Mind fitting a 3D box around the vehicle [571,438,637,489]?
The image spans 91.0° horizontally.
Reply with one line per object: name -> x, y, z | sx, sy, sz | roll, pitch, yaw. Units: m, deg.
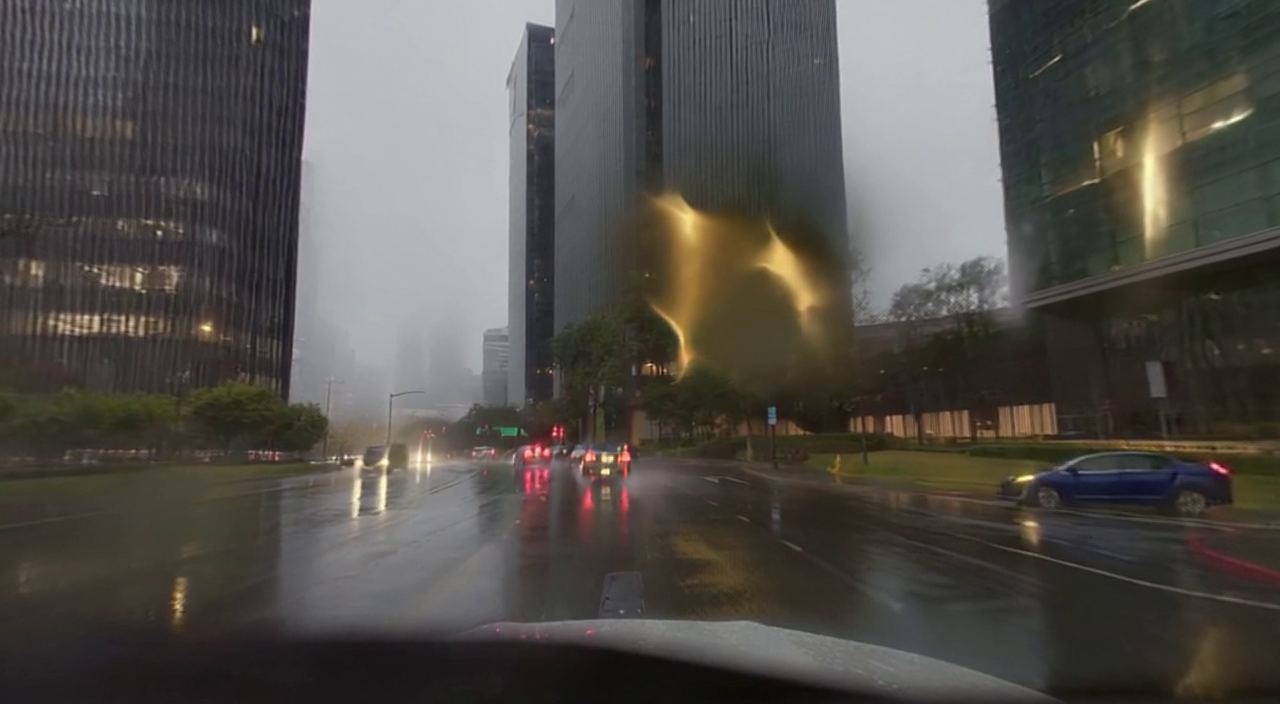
vehicle -> -1.244, 4.026, 23.145 | 2.183, 1.675, 4.319 | 0, -9, -1

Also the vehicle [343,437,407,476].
vehicle -> -15.525, 6.245, 37.204 | 2.334, 1.945, 5.298 | 6, -13, -11

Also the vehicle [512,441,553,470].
vehicle -> -6.825, 6.474, 39.624 | 2.121, 1.728, 4.161 | 2, -9, -14

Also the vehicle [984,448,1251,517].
vehicle -> 11.359, 3.117, 15.367 | 4.645, 1.505, 2.100 | -1, -9, 8
